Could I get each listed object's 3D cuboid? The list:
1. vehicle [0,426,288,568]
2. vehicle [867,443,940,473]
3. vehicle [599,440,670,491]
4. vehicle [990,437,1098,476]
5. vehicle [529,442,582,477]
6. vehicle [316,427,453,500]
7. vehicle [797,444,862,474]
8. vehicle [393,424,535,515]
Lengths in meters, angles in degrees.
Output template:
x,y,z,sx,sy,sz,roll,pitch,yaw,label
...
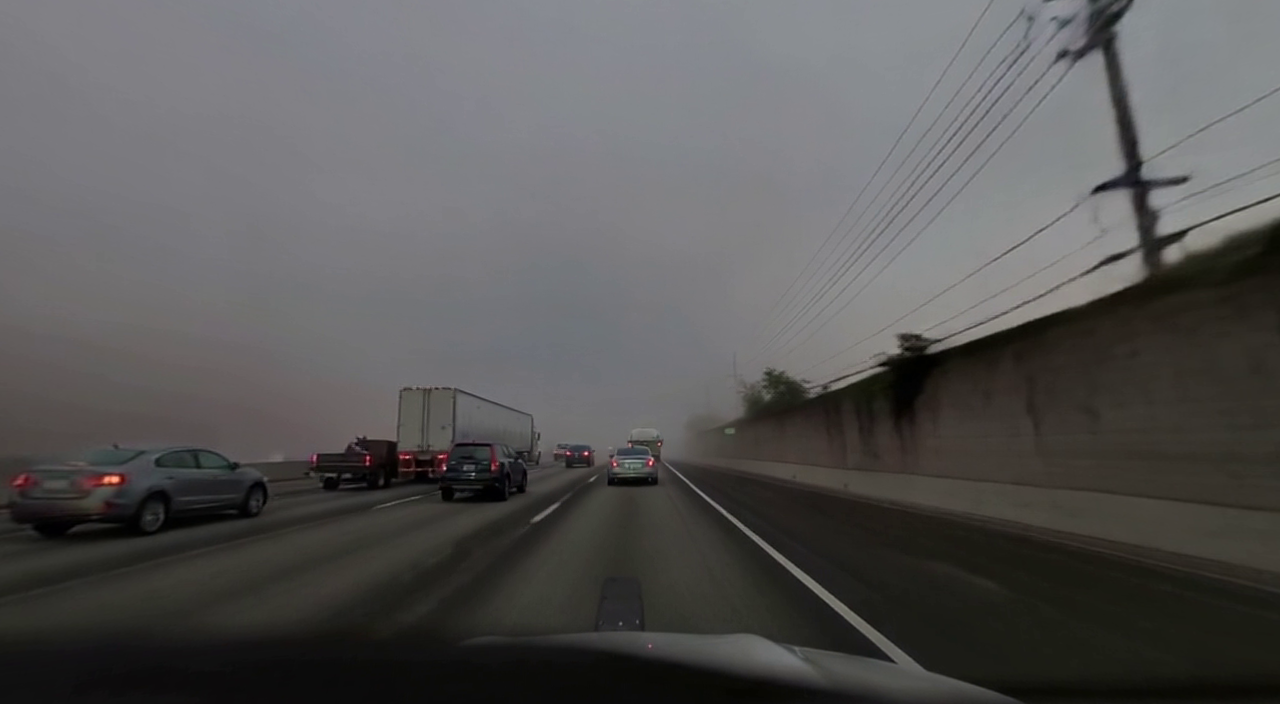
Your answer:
x,y,z,sx,sy,sz,roll,pitch,yaw,label
-7.631,1.922,9.238,2.165,1.511,4.810,0,-9,0,vehicle
14.310,5.782,34.687,1.949,1.472,4.795,0,-9,0,vehicle
-0.172,3.662,20.731,2.089,1.477,3.818,0,-9,0,vehicle
17.809,4.608,28.135,1.936,1.591,4.362,0,-9,1,vehicle
-3.776,4.885,28.923,1.870,1.485,4.304,0,-9,0,vehicle
-6.937,3.071,17.735,2.027,1.762,4.386,0,-9,-1,vehicle
10.274,5.831,34.618,1.974,1.495,4.734,0,-9,-1,vehicle
-3.733,2.578,14.324,1.923,1.716,4.289,0,-9,1,vehicle
